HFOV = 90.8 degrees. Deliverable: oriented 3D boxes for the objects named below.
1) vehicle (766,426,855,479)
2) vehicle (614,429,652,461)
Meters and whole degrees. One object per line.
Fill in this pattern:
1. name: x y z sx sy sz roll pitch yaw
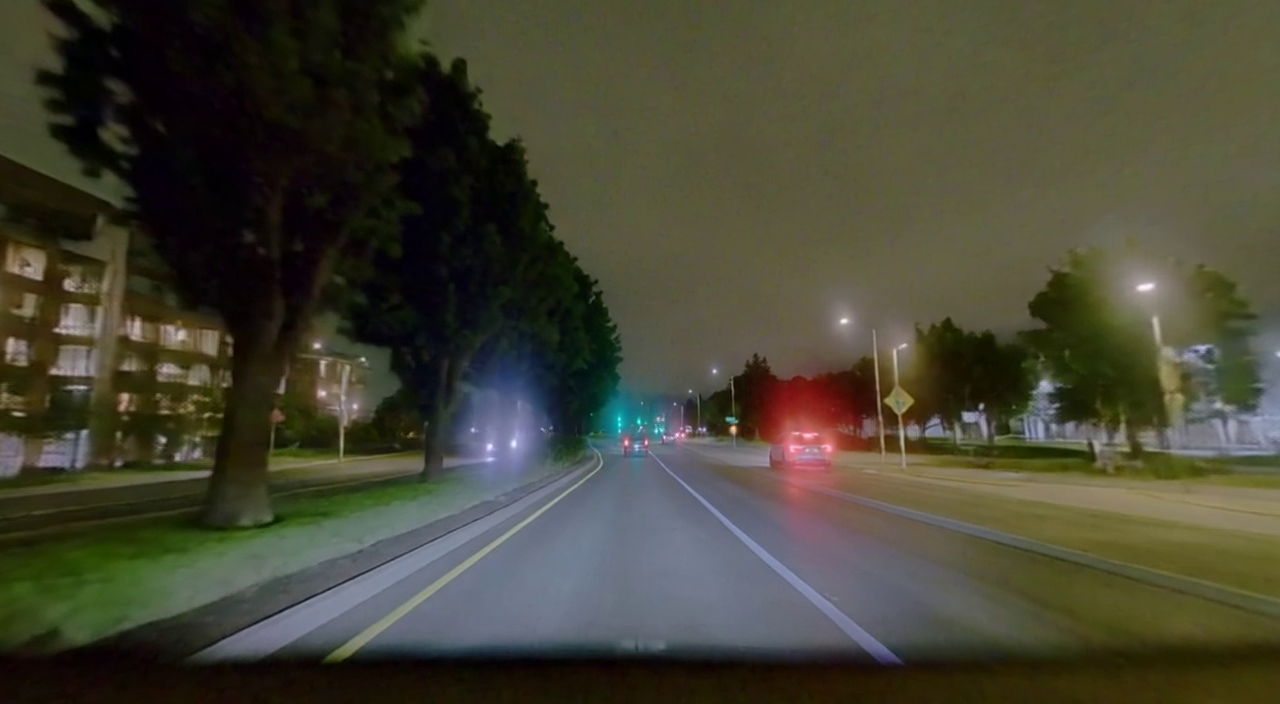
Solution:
1. vehicle: 6.357 3.819 24.127 2.026 1.804 4.565 0 -9 -1
2. vehicle: -0.426 5.660 38.295 2.193 1.794 4.457 0 -9 -1
